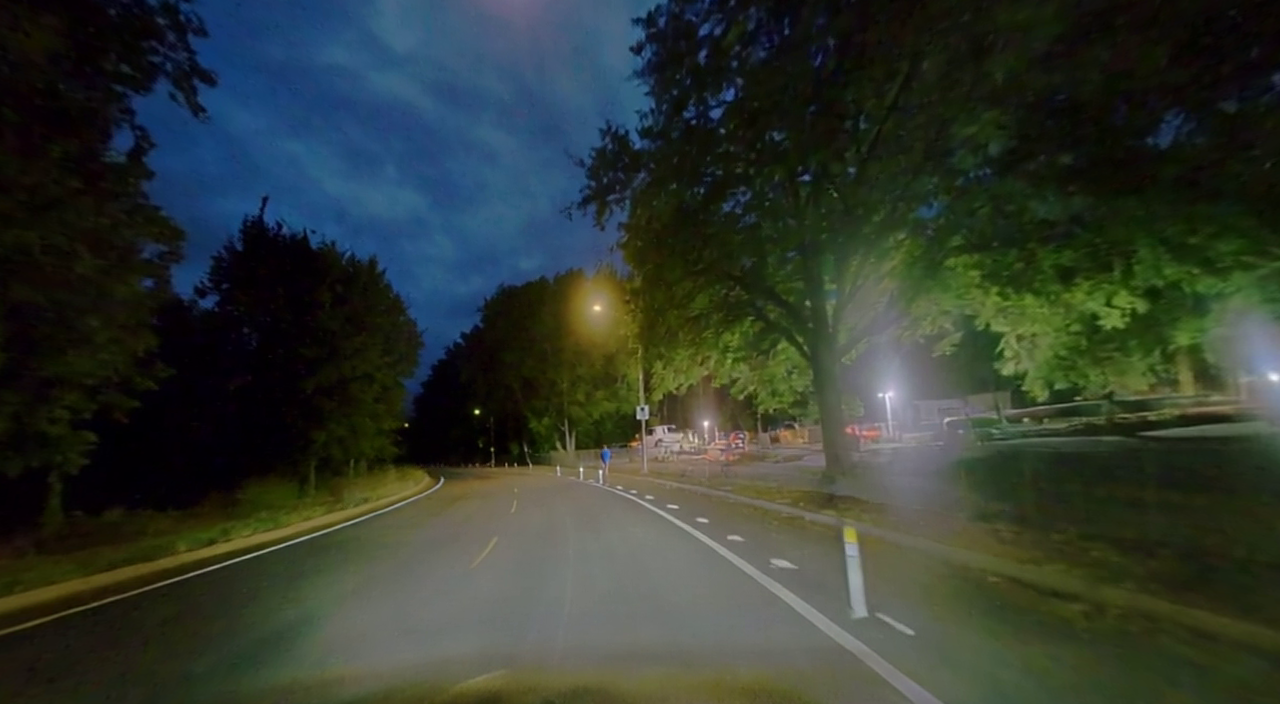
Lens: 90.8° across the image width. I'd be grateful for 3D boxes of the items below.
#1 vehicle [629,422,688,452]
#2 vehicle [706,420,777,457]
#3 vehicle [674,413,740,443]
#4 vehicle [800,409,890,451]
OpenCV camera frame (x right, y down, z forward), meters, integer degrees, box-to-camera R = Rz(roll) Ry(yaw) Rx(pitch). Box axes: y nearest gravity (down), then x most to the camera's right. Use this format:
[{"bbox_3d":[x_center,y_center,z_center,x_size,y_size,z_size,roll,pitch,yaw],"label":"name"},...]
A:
[{"bbox_3d":[1.494,6.715,49.728,4.180,1.880,2.028,12,-12,-35],"label":"vehicle"},{"bbox_3d":[5.673,4.878,35.317,3.451,1.504,1.652,9,-14,-8],"label":"vehicle"},{"bbox_3d":[4.513,5.152,42.798,3.916,1.765,1.785,-2,-7,-19],"label":"vehicle"},{"bbox_3d":[7.823,3.062,24.454,1.635,1.445,3.563,1,-9,-13],"label":"vehicle"}]
